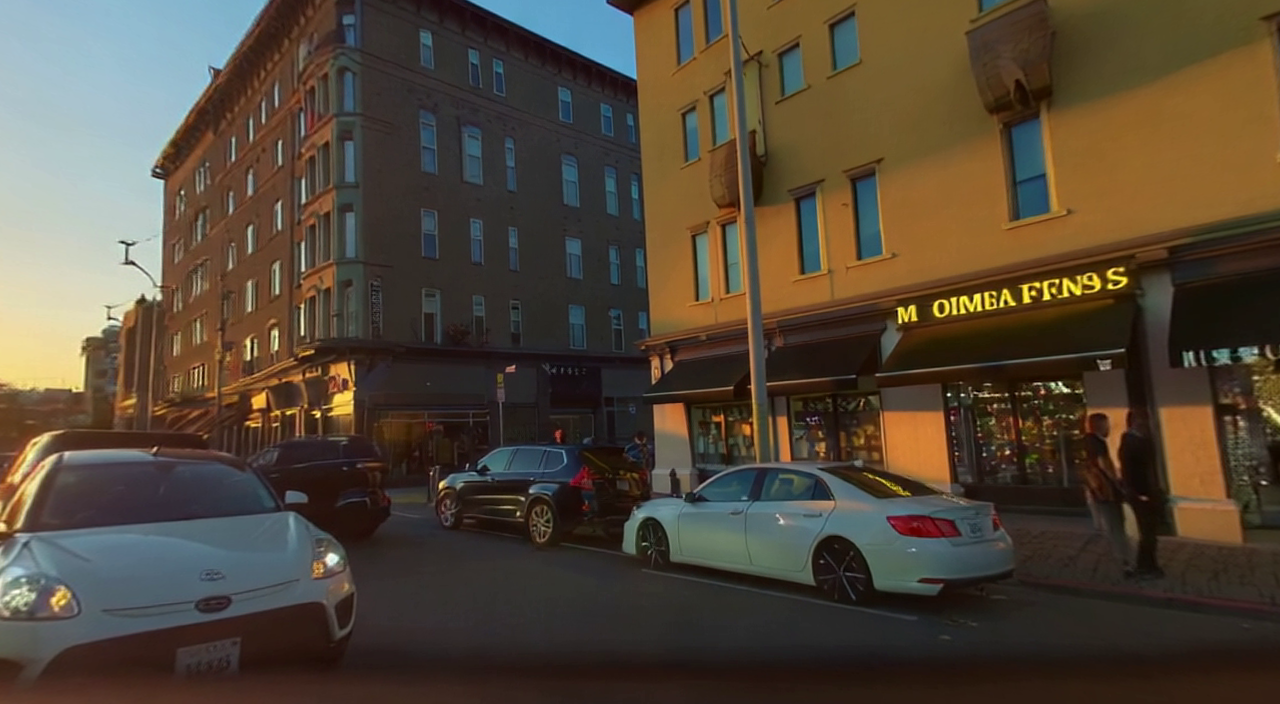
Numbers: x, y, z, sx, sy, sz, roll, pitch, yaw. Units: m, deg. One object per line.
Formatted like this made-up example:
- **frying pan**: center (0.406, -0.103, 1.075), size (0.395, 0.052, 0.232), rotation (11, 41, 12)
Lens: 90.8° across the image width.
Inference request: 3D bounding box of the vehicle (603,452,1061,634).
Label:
- **vehicle**: center (1.907, 1.926, 7.513), size (4.830, 1.421, 1.826), rotation (-8, -11, 42)

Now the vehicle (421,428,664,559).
- **vehicle**: center (-1.904, 2.359, 11.320), size (4.580, 1.853, 1.862), rotation (-8, -12, 43)

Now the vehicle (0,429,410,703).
- **vehicle**: center (-3.535, 1.309, 4.263), size (4.330, 1.458, 1.932), rotation (-8, -12, 43)
